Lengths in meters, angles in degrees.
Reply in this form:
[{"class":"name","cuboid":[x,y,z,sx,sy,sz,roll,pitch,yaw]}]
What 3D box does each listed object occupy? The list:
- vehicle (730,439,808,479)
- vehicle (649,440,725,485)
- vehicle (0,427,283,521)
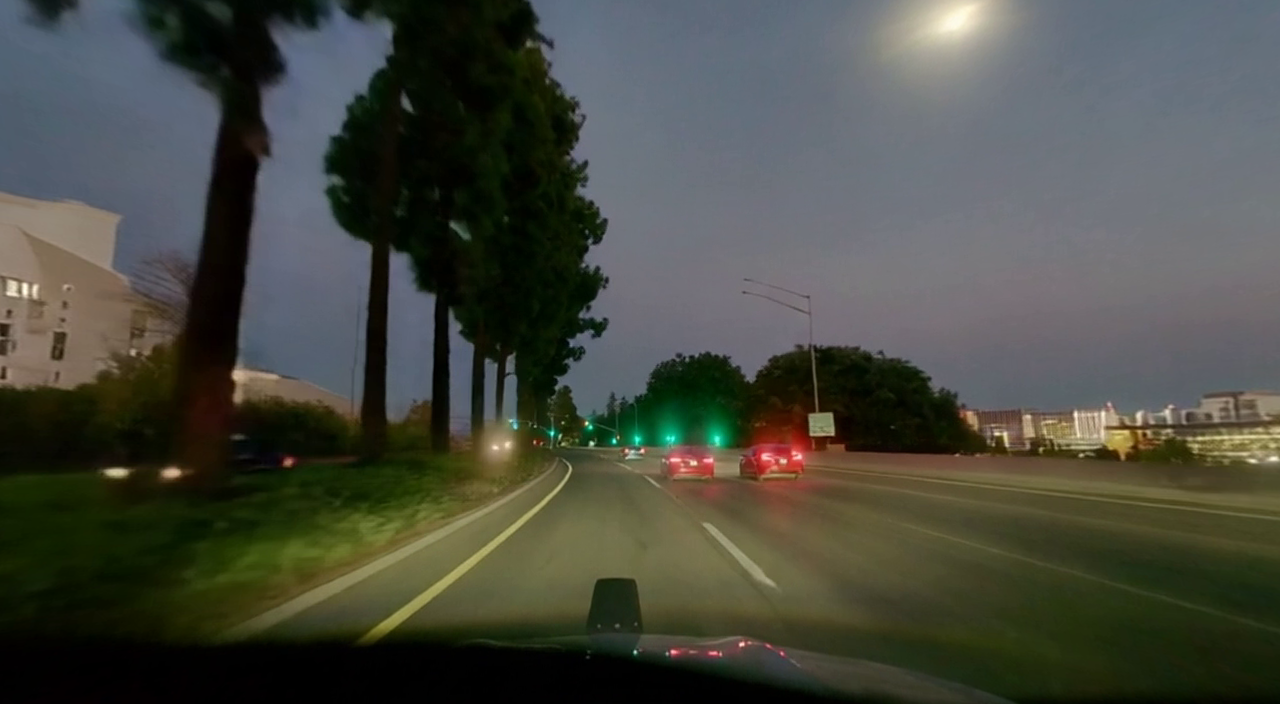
[{"class":"vehicle","cuboid":[5.130,4.299,25.660,1.901,1.474,4.363,1,-8,-5]},{"class":"vehicle","cuboid":[1.597,3.952,22.884,2.077,1.464,4.134,1,-8,-5]},{"class":"vehicle","cuboid":[-9.472,2.287,12.431,2.149,1.477,4.783,0,-8,-2]}]
